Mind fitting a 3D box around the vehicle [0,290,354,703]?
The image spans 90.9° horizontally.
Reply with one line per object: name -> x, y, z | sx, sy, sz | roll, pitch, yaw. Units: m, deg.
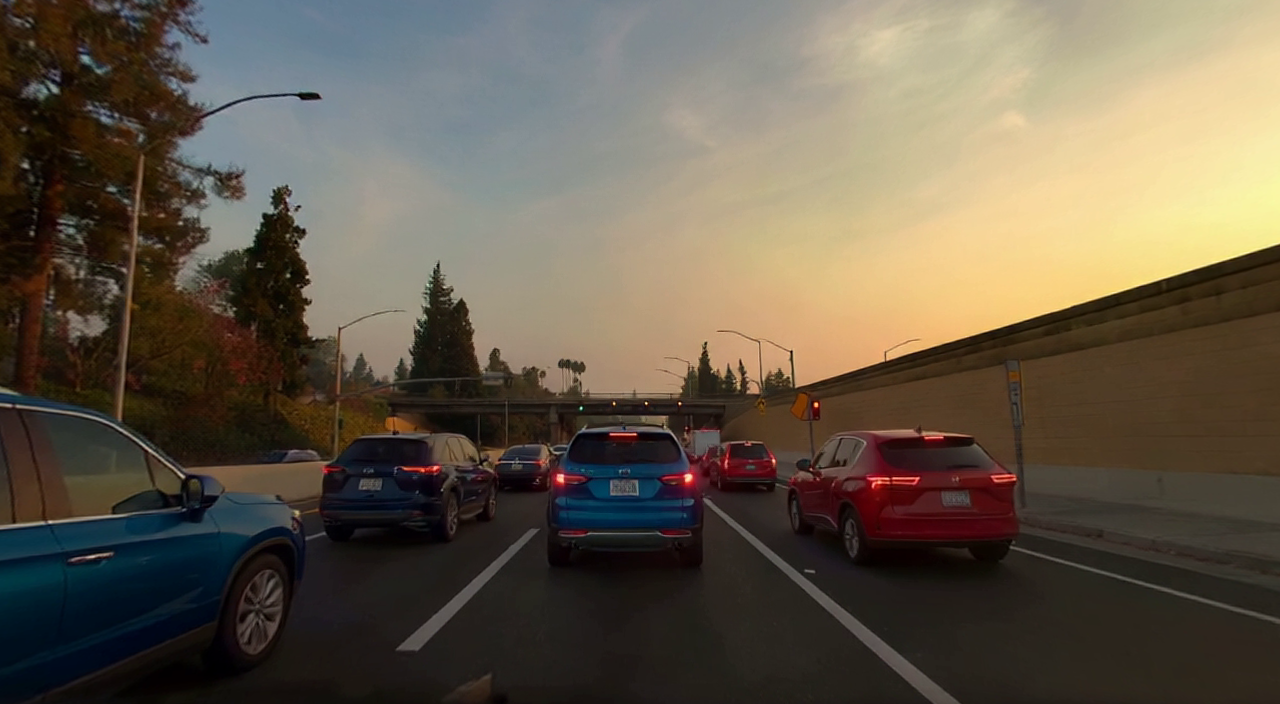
vehicle -> -3.512, 0.828, 3.110 | 2.070, 1.913, 4.450 | 0, -8, 0

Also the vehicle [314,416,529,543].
vehicle -> -3.492, 2.135, 11.235 | 2.067, 1.759, 4.631 | 0, -8, 1

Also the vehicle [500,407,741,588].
vehicle -> -0.150, 1.655, 7.939 | 2.245, 1.677, 3.913 | 0, -8, 1

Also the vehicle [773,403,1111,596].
vehicle -> 3.147, 1.619, 7.806 | 2.029, 1.702, 4.281 | 0, -8, 0
